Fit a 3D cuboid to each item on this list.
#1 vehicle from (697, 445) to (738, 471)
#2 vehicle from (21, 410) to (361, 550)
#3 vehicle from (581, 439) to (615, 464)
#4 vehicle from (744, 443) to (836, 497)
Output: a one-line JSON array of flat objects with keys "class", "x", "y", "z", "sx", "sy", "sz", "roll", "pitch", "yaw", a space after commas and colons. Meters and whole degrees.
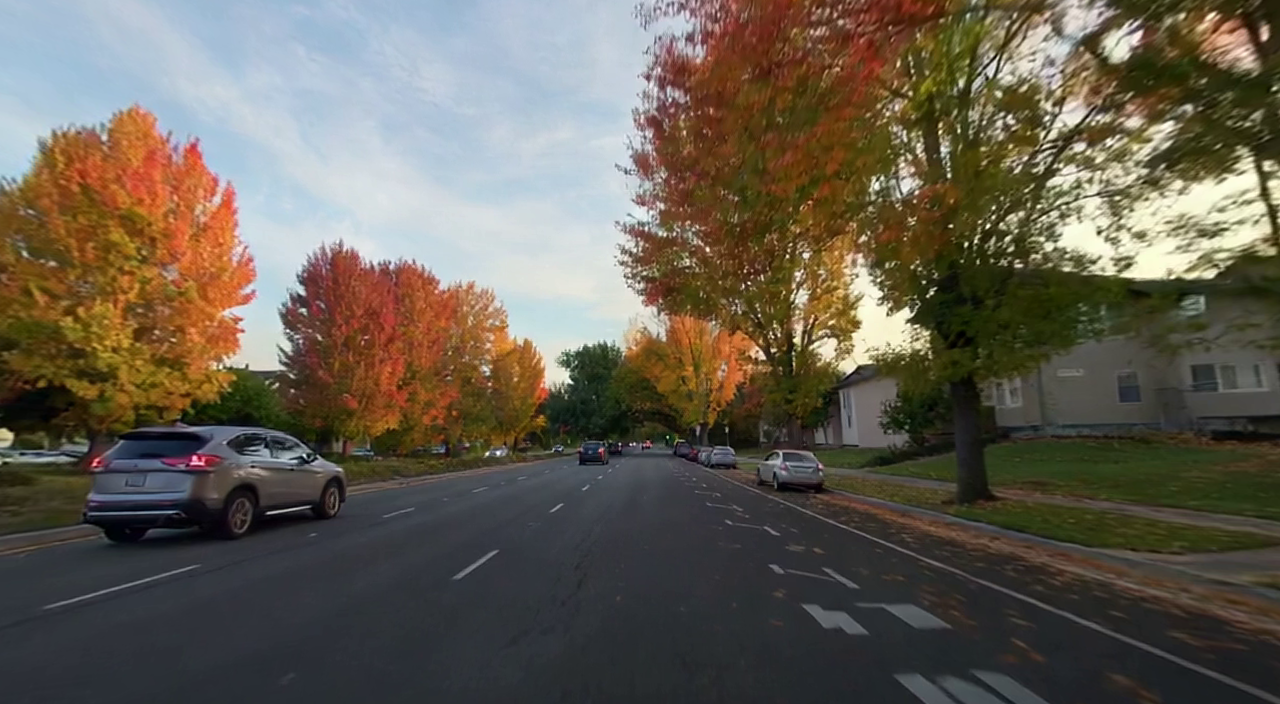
[{"class": "vehicle", "x": 4.935, "y": 6.818, "z": 40.699, "sx": 1.952, "sy": 1.505, "sz": 4.713, "roll": 0, "pitch": -9, "yaw": -1}, {"class": "vehicle", "x": -6.578, "y": 1.924, "z": 10.100, "sx": 2.034, "sy": 1.711, "sz": 4.512, "roll": 0, "pitch": -9, "yaw": 1}, {"class": "vehicle", "x": -3.085, "y": 7.497, "z": 47.476, "sx": 2.228, "sy": 1.796, "sz": 4.491, "roll": 0, "pitch": -9, "yaw": 1}, {"class": "vehicle", "x": 4.637, "y": 3.702, "z": 20.167, "sx": 1.939, "sy": 1.504, "sz": 4.189, "roll": 0, "pitch": -9, "yaw": 0}]
